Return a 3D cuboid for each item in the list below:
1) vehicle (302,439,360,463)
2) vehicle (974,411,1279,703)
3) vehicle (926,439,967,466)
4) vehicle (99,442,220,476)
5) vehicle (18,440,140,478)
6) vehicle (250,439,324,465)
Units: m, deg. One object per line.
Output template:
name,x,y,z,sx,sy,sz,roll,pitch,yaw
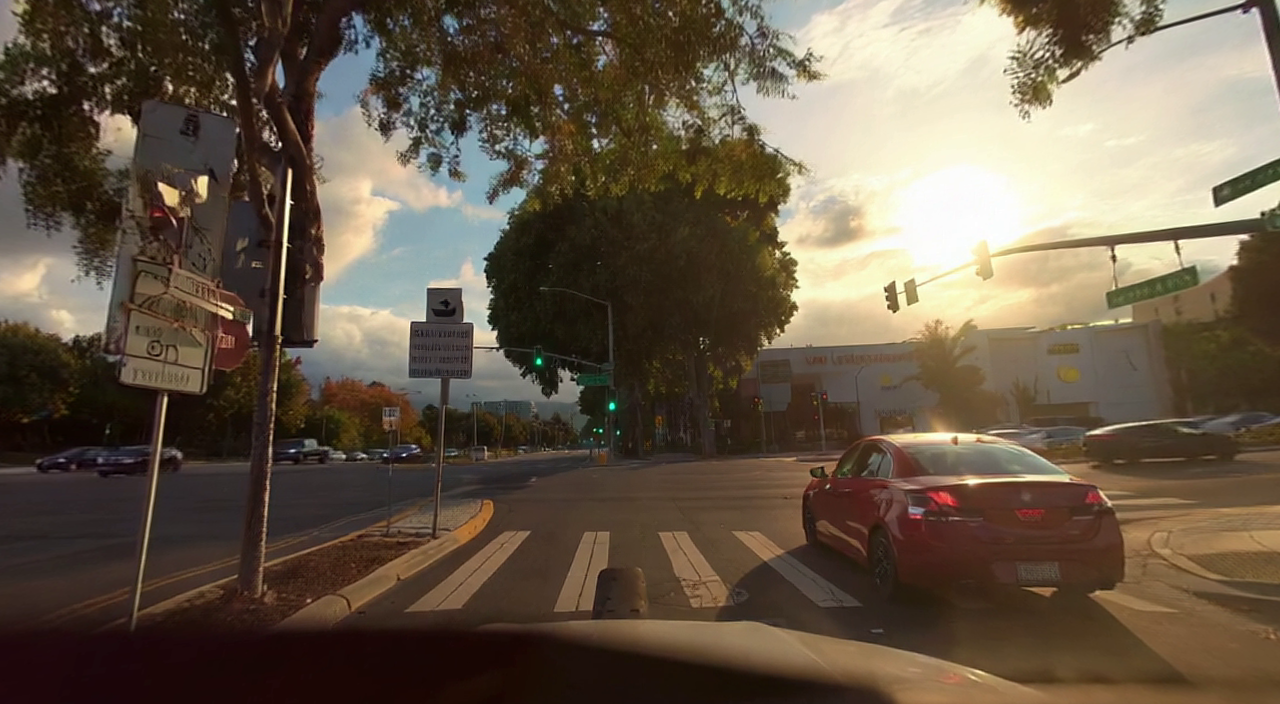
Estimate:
vehicle,-23.762,7.619,48.657,2.111,1.742,4.757,0,-8,-2
vehicle,4.113,1.070,3.306,1.940,1.487,4.562,0,-8,-5
vehicle,18.134,5.908,37.169,1.930,1.492,4.703,-5,-9,27
vehicle,-22.735,5.059,30.130,2.206,1.447,4.697,0,-8,-2
vehicle,-26.772,5.090,30.315,1.886,1.694,4.420,0,-8,-2
vehicle,-27.438,7.810,49.360,2.233,1.889,6.305,0,-8,-1
